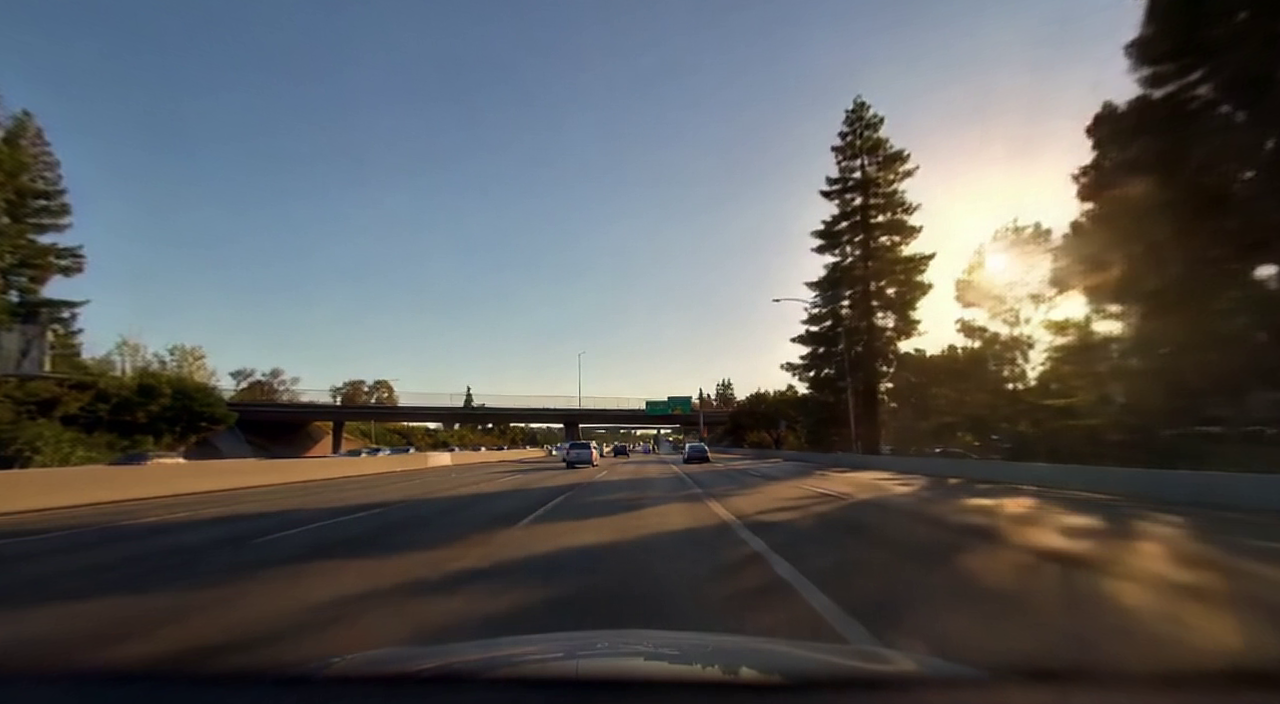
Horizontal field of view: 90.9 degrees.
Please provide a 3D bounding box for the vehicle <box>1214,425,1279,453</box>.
[{"bbox_3d":[36.949,5.155,37.315,4.052,1.601,1.838,0,-9,-1],"label":"vehicle"}]

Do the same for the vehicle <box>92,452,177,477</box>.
[{"bbox_3d":[-31.557,6.995,39.515,1.764,1.427,4.243,0,-8,1],"label":"vehicle"}]

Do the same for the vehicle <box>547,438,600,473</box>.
[{"bbox_3d":[-3.431,5.444,33.447,2.196,1.733,4.355,0,-8,2],"label":"vehicle"}]

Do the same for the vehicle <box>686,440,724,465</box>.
[{"bbox_3d":[4.611,7.190,45.171,2.229,1.704,4.392,0,-8,0],"label":"vehicle"}]
